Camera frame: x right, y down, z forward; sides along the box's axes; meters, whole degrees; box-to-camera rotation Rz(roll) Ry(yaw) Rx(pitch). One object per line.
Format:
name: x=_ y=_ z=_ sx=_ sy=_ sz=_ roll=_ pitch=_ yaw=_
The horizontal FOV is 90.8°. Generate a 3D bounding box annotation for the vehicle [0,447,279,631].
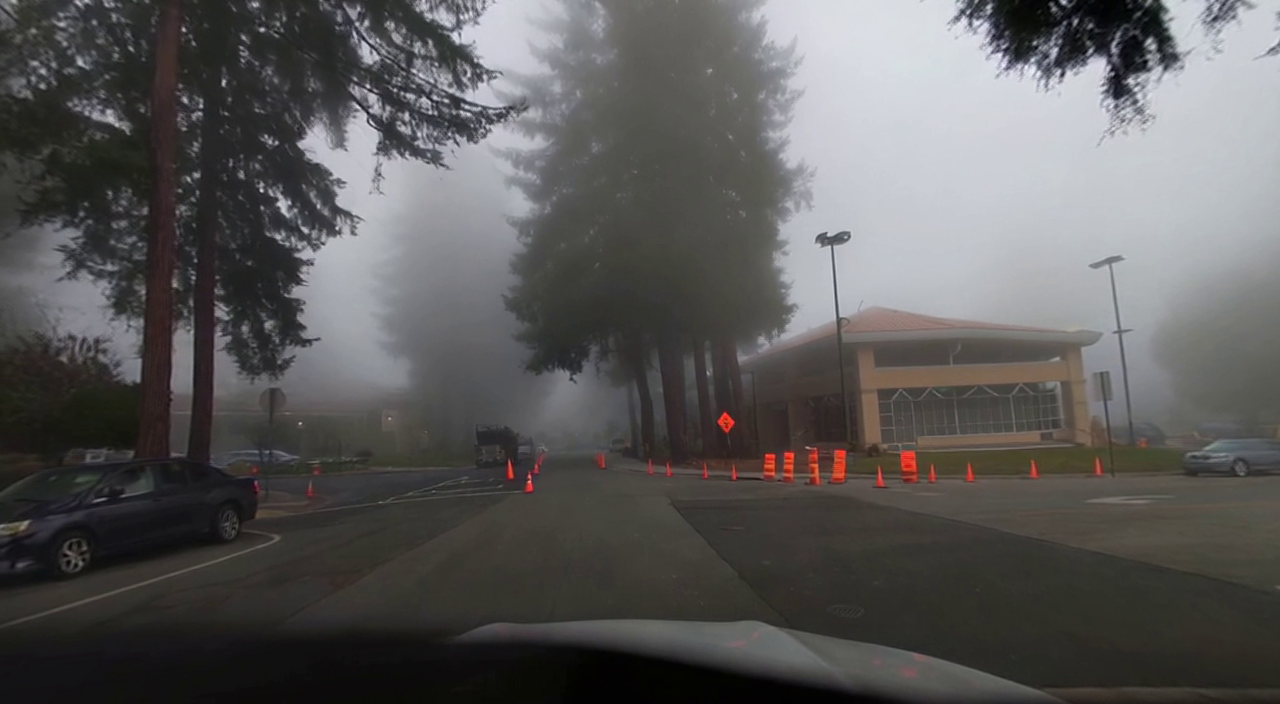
vehicle: x=-7.608 y=1.959 z=7.222 sx=2.961 sy=1.701 sz=7.563 roll=1 pitch=-9 yaw=-4
